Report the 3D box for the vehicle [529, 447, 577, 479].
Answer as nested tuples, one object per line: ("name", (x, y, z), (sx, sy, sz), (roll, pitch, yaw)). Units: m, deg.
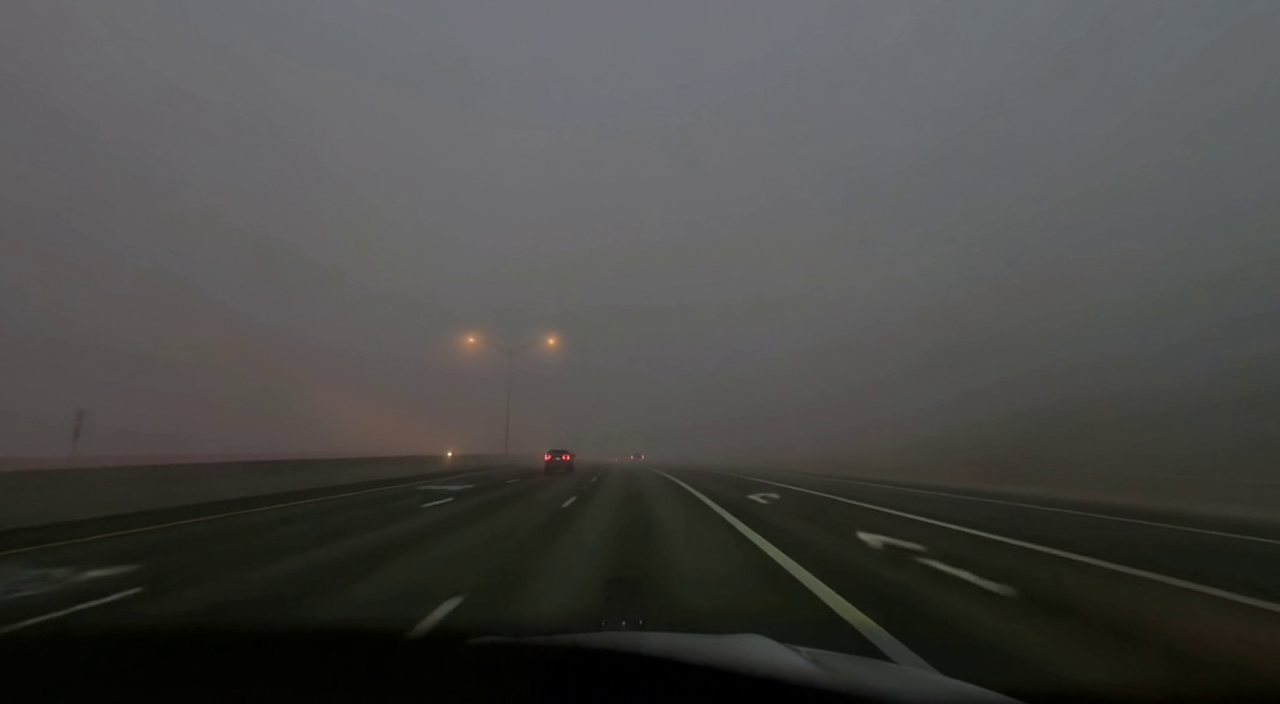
("vehicle", (-4.389, 5.670, 32.466), (2.014, 1.481, 4.156), (0, -9, -2))
